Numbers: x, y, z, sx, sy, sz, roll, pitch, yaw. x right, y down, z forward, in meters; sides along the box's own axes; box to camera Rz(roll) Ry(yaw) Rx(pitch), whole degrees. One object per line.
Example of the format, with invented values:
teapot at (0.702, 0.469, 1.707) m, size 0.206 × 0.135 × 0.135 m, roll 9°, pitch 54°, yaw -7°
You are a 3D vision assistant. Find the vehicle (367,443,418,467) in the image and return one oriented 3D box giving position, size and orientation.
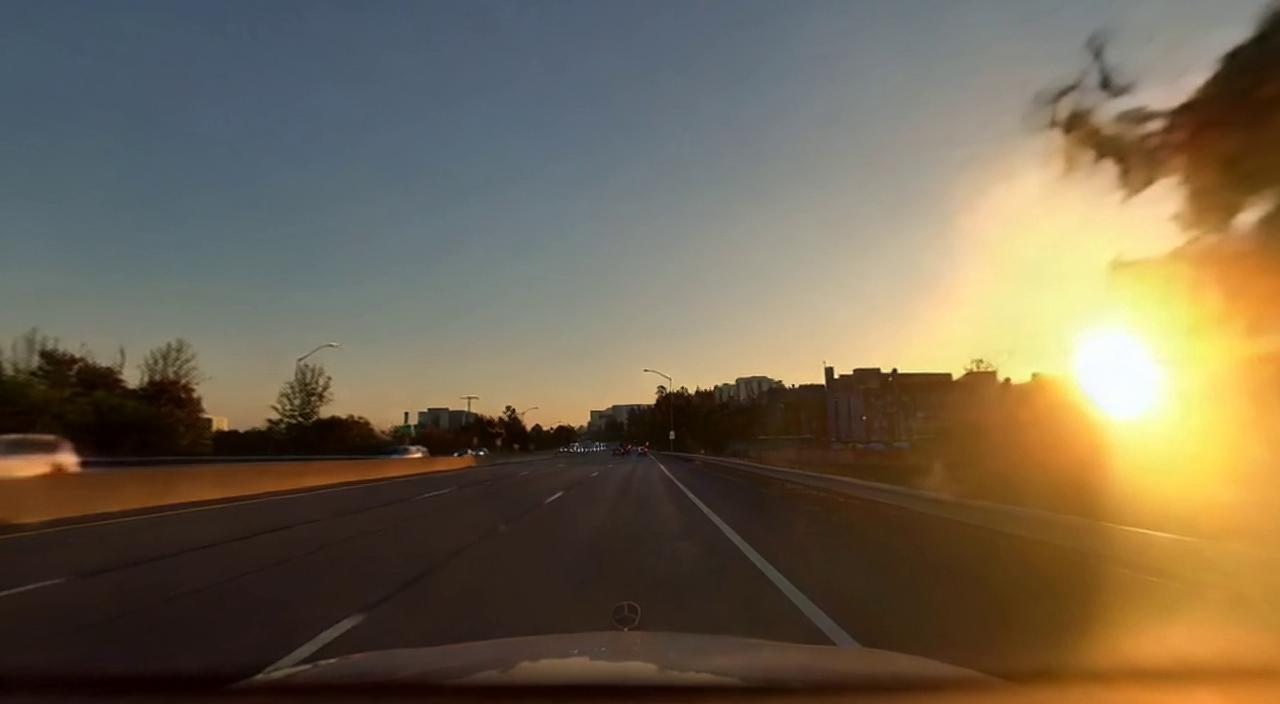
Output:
vehicle at (-19.345, 8.051, 49.406) m, size 2.064 × 1.750 × 4.641 m, roll 0°, pitch -9°, yaw 0°
